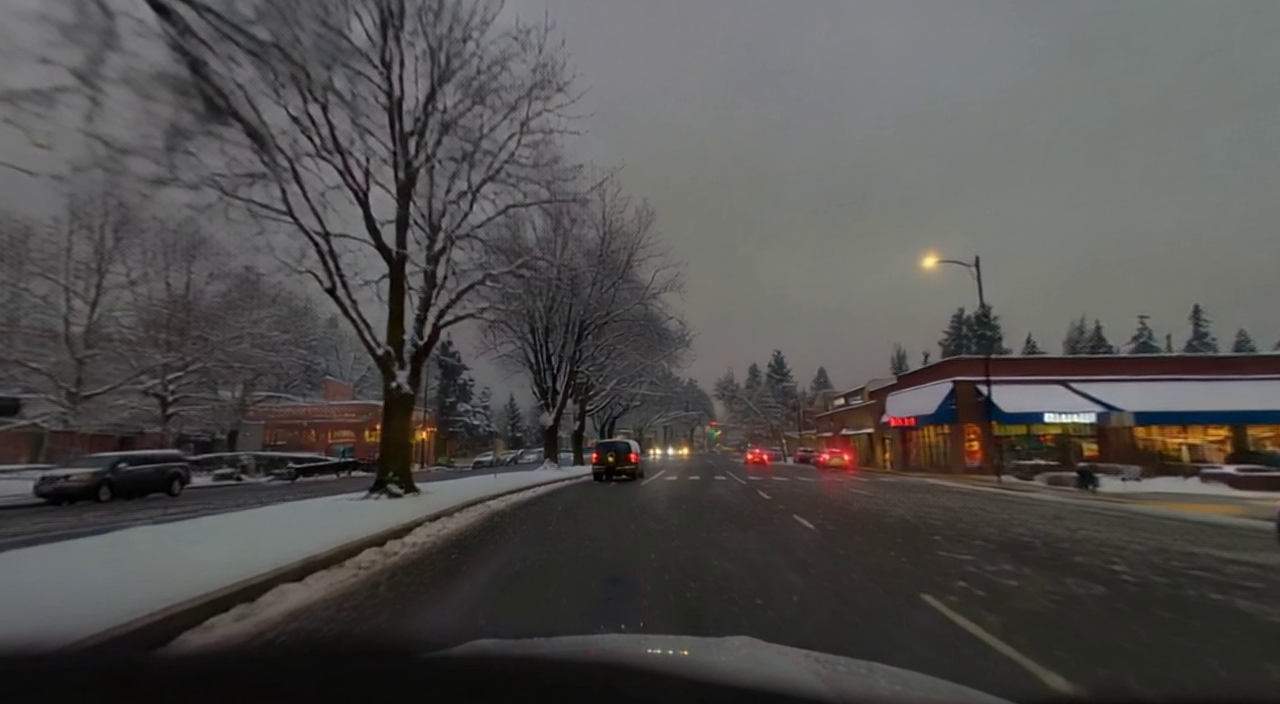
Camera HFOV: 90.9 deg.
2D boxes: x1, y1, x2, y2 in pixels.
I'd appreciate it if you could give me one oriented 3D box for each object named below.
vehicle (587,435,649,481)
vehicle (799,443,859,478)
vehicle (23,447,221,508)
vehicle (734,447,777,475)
[{"bbox_3d":[-0.854,4.693,28.183,2.344,1.863,4.665,0,-8,3],"label":"vehicle"},{"bbox_3d":[10.101,5.788,34.089,2.040,1.738,4.414,0,-8,3],"label":"vehicle"},{"bbox_3d":[-17.581,4.230,21.913,1.914,1.785,5.408,-1,-8,6],"label":"vehicle"},{"bbox_3d":[6.532,6.207,36.082,1.886,1.464,4.290,0,-8,3],"label":"vehicle"}]
